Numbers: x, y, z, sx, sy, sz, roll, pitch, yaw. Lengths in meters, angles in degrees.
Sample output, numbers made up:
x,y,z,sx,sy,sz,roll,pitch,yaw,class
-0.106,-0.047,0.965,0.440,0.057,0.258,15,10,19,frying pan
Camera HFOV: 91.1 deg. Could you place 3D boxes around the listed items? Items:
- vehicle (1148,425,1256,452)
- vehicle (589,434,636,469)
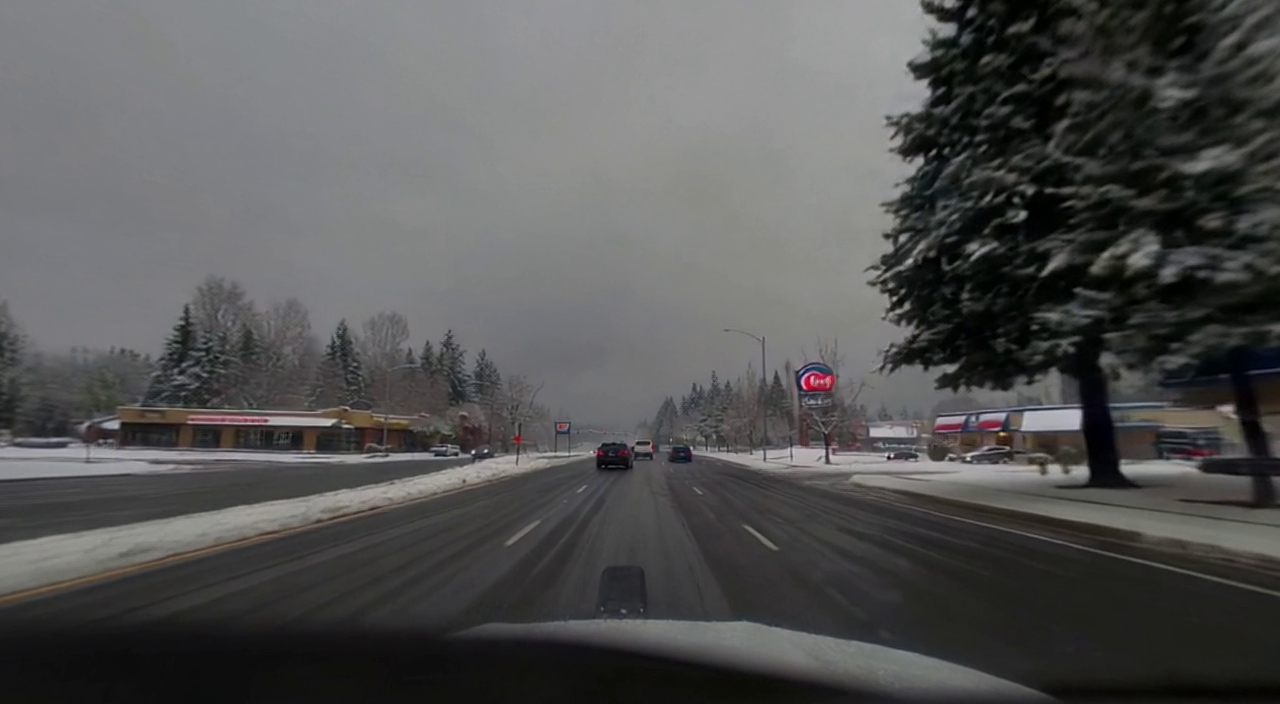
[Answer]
x,y,z,sx,sy,sz,roll,pitch,yaw,class
38.564,5.961,43.183,5.170,1.787,2.248,0,-8,2,vehicle
-1.546,5.895,37.449,2.222,1.899,5.006,0,-8,4,vehicle
